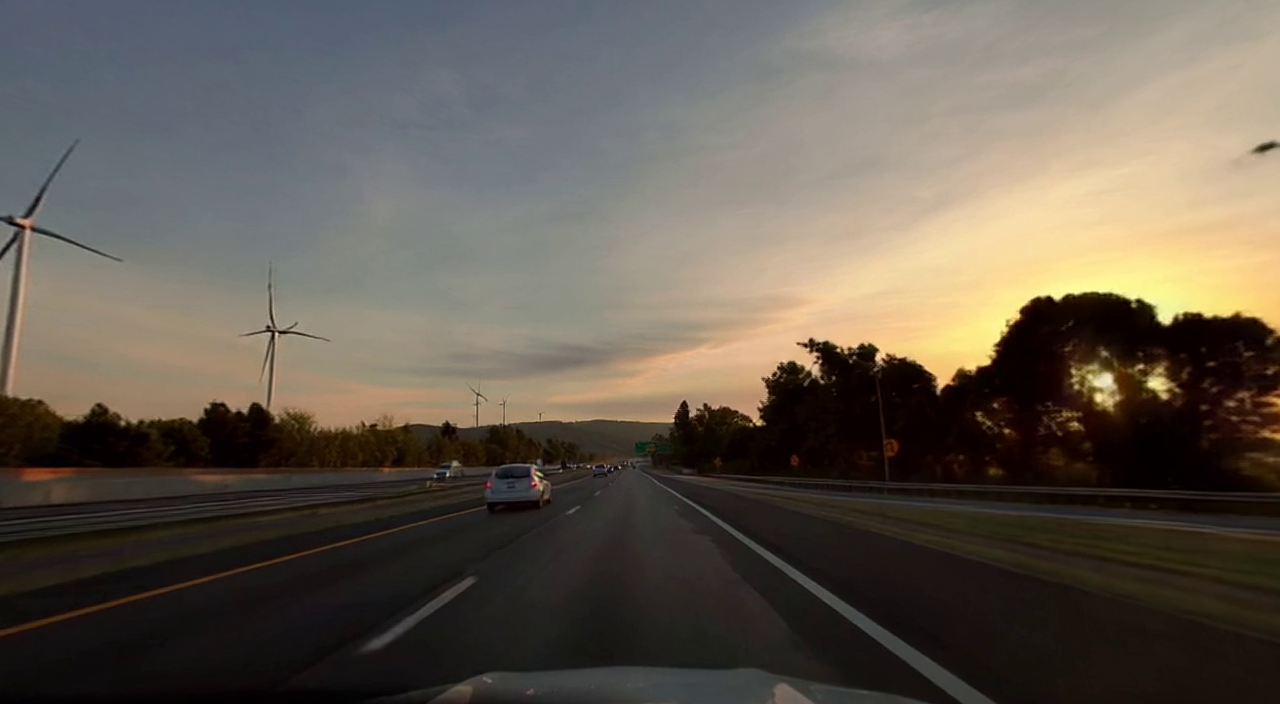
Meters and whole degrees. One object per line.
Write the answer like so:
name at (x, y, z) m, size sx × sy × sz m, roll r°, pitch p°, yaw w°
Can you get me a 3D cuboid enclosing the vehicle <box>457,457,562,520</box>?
vehicle at (-3.439, 3.709, 17.404) m, size 2.001 × 1.486 × 4.104 m, roll 1°, pitch -10°, yaw 0°
